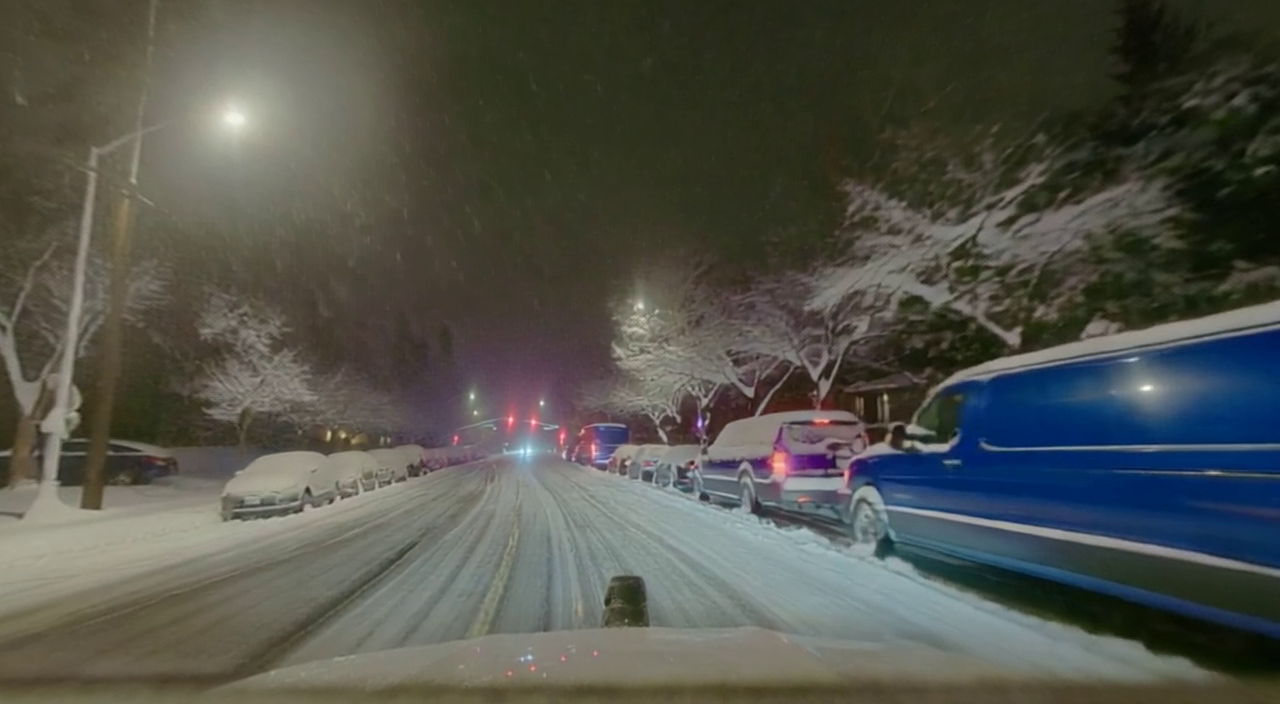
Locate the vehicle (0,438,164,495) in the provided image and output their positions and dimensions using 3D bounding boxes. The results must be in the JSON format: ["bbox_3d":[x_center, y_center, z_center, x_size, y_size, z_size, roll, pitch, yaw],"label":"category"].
[{"bbox_3d":[-18.782,3.735,20.758,4.422,1.689,2.021,0,-9,-7],"label":"vehicle"}]

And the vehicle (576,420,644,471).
[{"bbox_3d":[-2.054,5.851,39.553,3.089,2.882,6.770,1,-9,-13],"label":"vehicle"}]

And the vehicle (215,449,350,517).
[{"bbox_3d":[-9.384,3.402,16.973,1.950,1.489,4.214,0,-8,-12],"label":"vehicle"}]

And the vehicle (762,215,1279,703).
[{"bbox_3d":[4.016,0.766,4.457,3.041,2.164,10.370,-1,-9,-7],"label":"vehicle"}]
